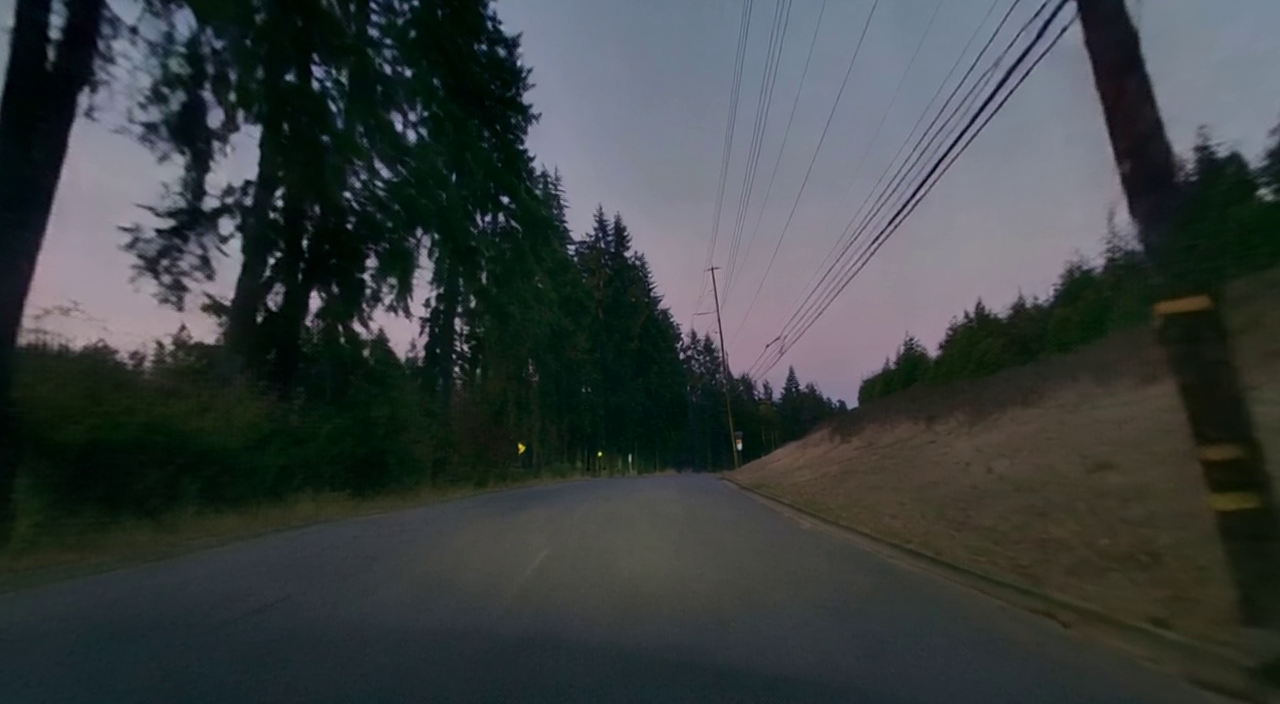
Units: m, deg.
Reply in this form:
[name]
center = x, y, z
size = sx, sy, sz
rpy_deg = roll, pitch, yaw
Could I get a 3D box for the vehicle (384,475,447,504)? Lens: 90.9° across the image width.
[vehicle]
center = -15.501, 9.456, 43.532
size = 4.043, 1.673, 1.970
rpy_deg = -6, -10, 32
